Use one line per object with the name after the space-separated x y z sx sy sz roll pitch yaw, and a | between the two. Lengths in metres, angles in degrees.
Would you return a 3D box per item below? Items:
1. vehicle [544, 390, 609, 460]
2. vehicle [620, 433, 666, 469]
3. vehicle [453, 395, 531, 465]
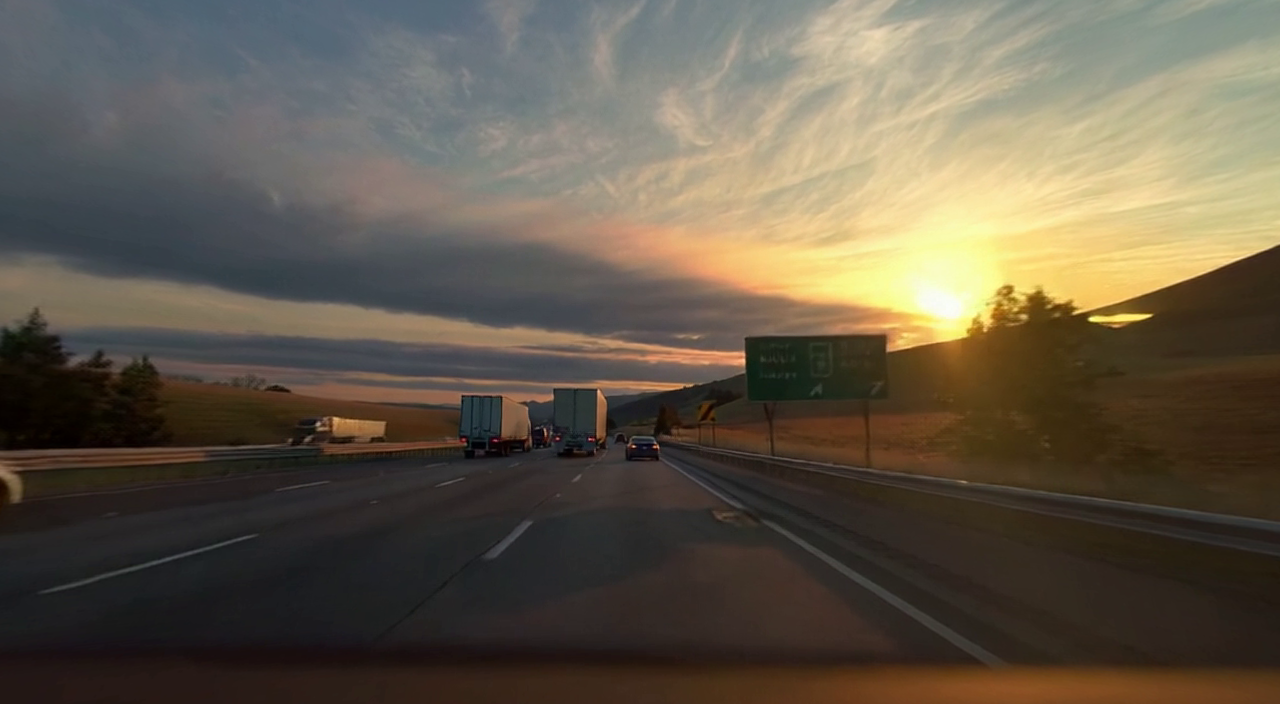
-4.122 5.425 45.177 3.475 4.037 17.454 0 -8 -2 | vehicle
0.071 4.403 28.134 1.891 1.477 3.599 0 -8 -2 | vehicle
-7.860 4.325 34.446 2.728 3.405 7.096 0 -8 -2 | vehicle
